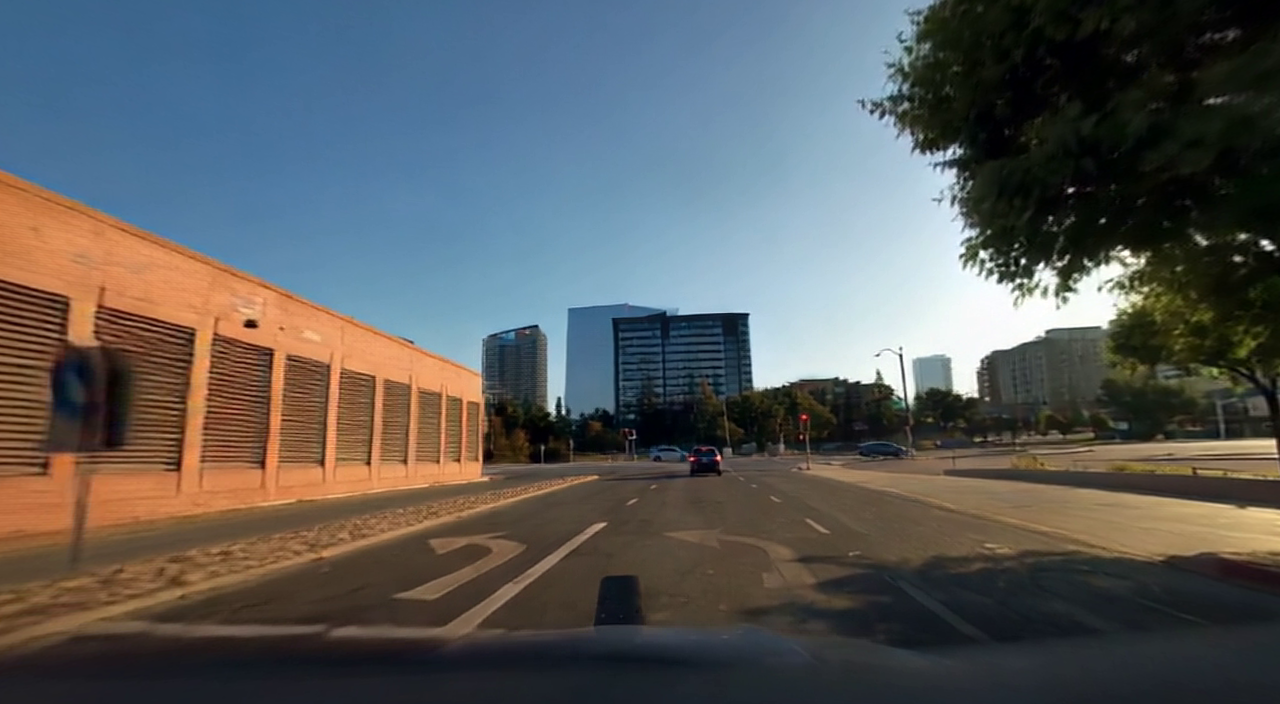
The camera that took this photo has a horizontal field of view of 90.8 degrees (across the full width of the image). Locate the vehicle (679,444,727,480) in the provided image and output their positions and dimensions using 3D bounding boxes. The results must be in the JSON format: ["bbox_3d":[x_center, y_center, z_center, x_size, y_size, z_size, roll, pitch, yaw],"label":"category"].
[{"bbox_3d":[3.147,5.450,31.672,2.218,1.657,4.551,-1,-8,6],"label":"vehicle"}]
